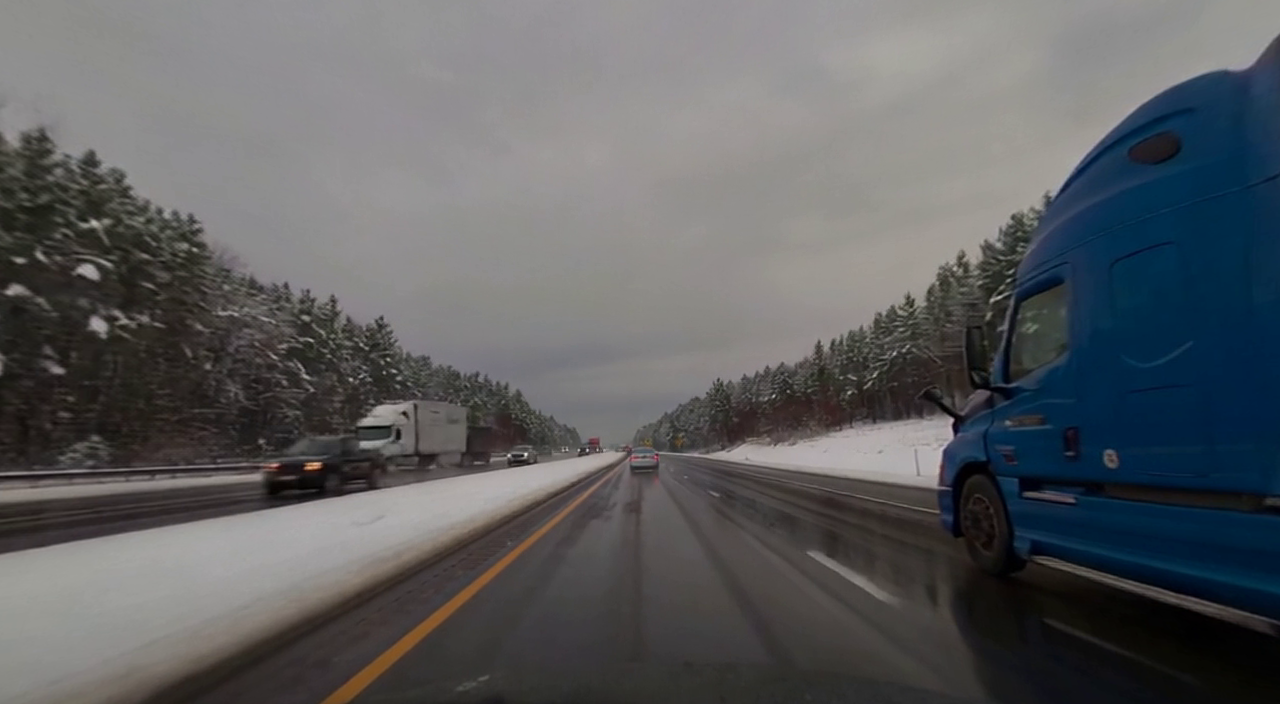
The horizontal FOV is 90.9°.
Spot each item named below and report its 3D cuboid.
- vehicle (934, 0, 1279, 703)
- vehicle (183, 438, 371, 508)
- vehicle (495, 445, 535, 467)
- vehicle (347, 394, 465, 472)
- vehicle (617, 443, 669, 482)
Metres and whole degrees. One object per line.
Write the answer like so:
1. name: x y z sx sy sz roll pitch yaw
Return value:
1. vehicle: 4.388 -0.185 3.014 3.010 3.911 5.858 0 -8 0
2. vehicle: -8.771 2.934 15.856 1.930 1.479 4.706 0 -8 0
3. vehicle: -8.609 7.165 43.669 1.851 1.457 4.155 0 -8 0
4. vehicle: -13.408 4.899 37.460 2.977 3.982 10.269 0 -8 0
5. vehicle: 0.106 4.762 27.458 2.114 1.523 4.012 0 -8 -1
